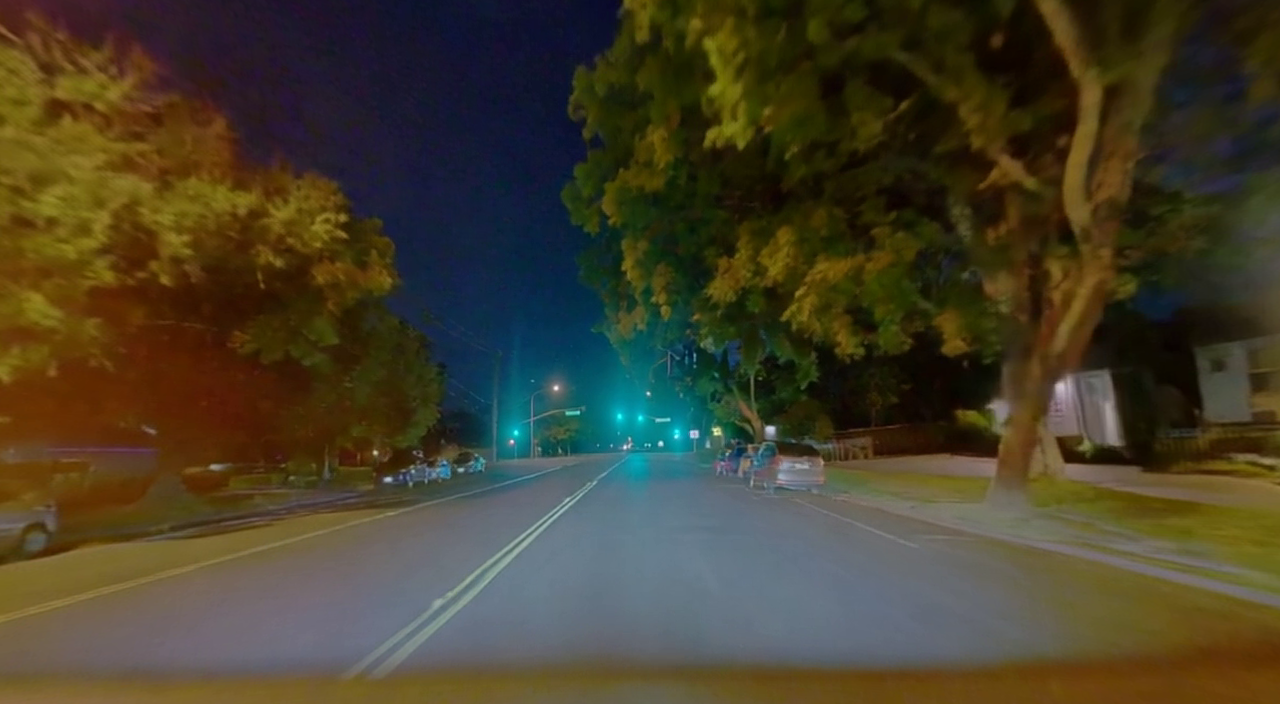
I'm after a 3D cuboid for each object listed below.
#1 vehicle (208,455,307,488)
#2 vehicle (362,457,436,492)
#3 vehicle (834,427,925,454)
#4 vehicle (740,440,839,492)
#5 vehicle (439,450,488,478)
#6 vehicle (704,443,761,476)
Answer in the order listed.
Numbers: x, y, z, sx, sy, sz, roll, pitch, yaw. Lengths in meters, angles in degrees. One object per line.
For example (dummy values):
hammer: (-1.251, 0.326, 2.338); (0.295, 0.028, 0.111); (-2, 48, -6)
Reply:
vehicle: (-20.002, 6.244, 33.150); (3.932, 1.641, 1.819); (0, -8, -1)
vehicle: (-11.545, 5.862, 30.524); (1.867, 1.471, 4.139); (0, -8, 1)
vehicle: (14.311, 5.345, 38.002); (4.660, 1.546, 1.916); (0, -8, 0)
vehicle: (4.605, 3.574, 20.205); (2.010, 1.461, 4.247); (0, -8, -2)
vehicle: (-11.608, 7.371, 41.833); (1.977, 1.753, 4.278); (0, -8, 0)
vehicle: (4.385, 5.158, 30.615); (2.063, 1.444, 4.217); (0, -8, -1)
